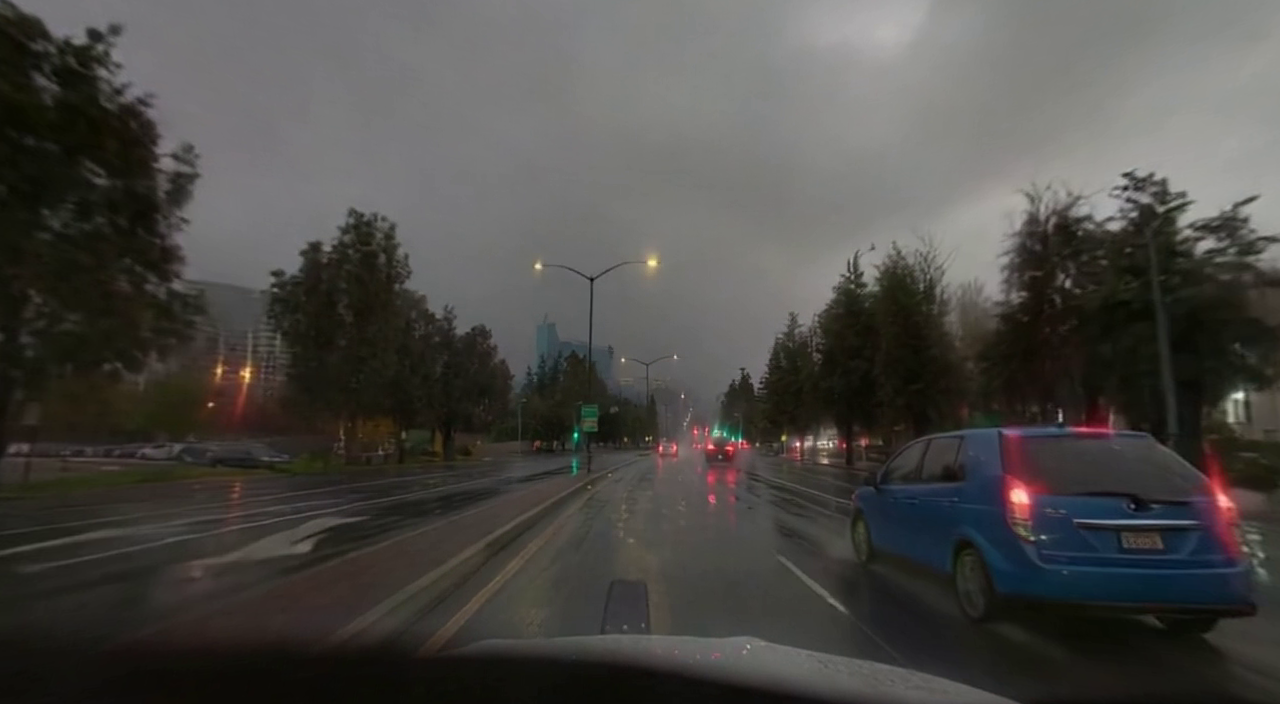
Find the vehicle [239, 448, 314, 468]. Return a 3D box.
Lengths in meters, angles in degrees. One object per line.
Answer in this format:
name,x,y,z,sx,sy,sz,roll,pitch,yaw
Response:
vehicle,-26.364,7.666,45.776,4.384,1.416,1.969,-1,-8,8

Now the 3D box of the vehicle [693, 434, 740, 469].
vehicle,4.276,5.668,35.976,2.154,1.844,4.634,0,-8,1

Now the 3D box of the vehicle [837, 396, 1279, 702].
vehicle,3.284,1.349,5.446,1.901,1.634,3.952,0,-8,1

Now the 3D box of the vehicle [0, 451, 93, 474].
vehicle,-40.635,7.499,43.070,1.787,1.443,4.737,-2,-8,10
